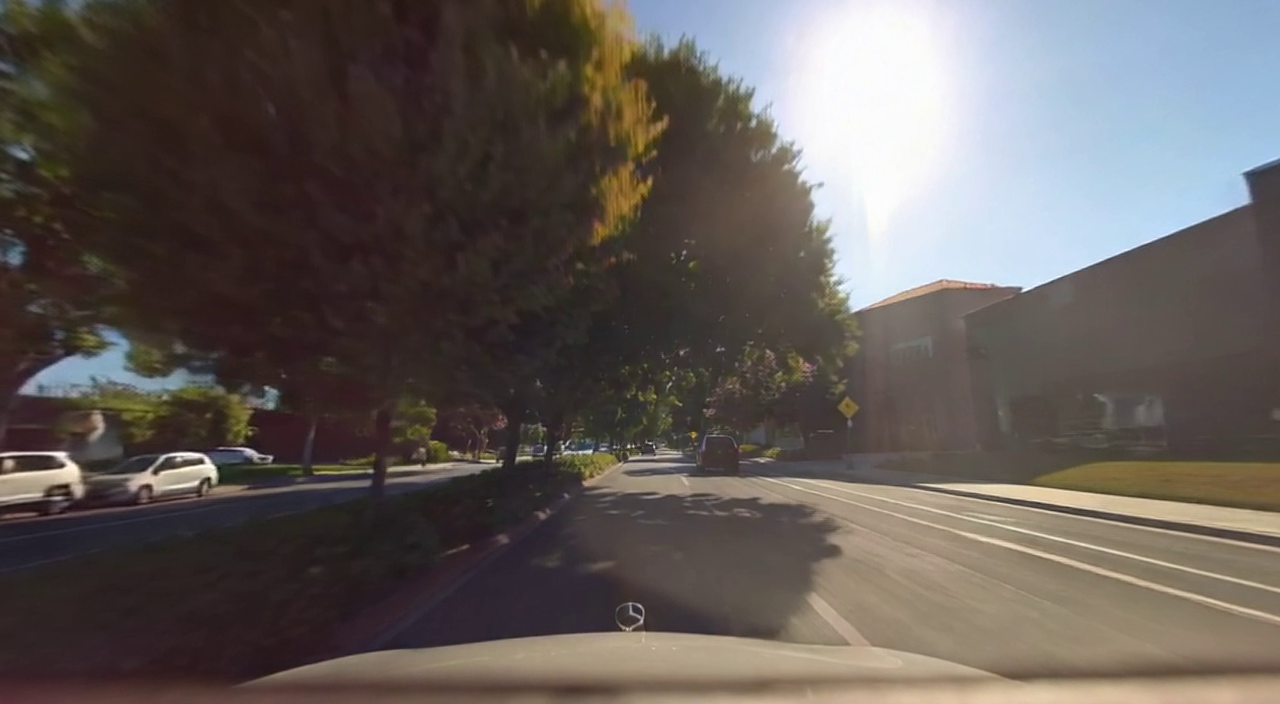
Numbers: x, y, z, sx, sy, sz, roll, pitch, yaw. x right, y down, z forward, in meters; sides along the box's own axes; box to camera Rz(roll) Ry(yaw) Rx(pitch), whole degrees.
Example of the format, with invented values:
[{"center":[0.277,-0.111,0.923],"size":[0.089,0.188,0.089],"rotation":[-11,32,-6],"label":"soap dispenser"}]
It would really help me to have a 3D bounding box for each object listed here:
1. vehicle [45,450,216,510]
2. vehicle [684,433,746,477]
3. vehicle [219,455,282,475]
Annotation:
[{"center":[-16.538,4.137,20.834],"size":[1.980,1.695,4.350],"rotation":[0,-8,0],"label":"vehicle"},{"center":[3.178,4.472,27.714],"size":[2.143,1.759,4.378],"rotation":[0,-8,-1],"label":"vehicle"},{"center":[-30.722,8.899,49.889],"size":[1.875,1.477,4.858],"rotation":[0,-9,1],"label":"vehicle"}]
